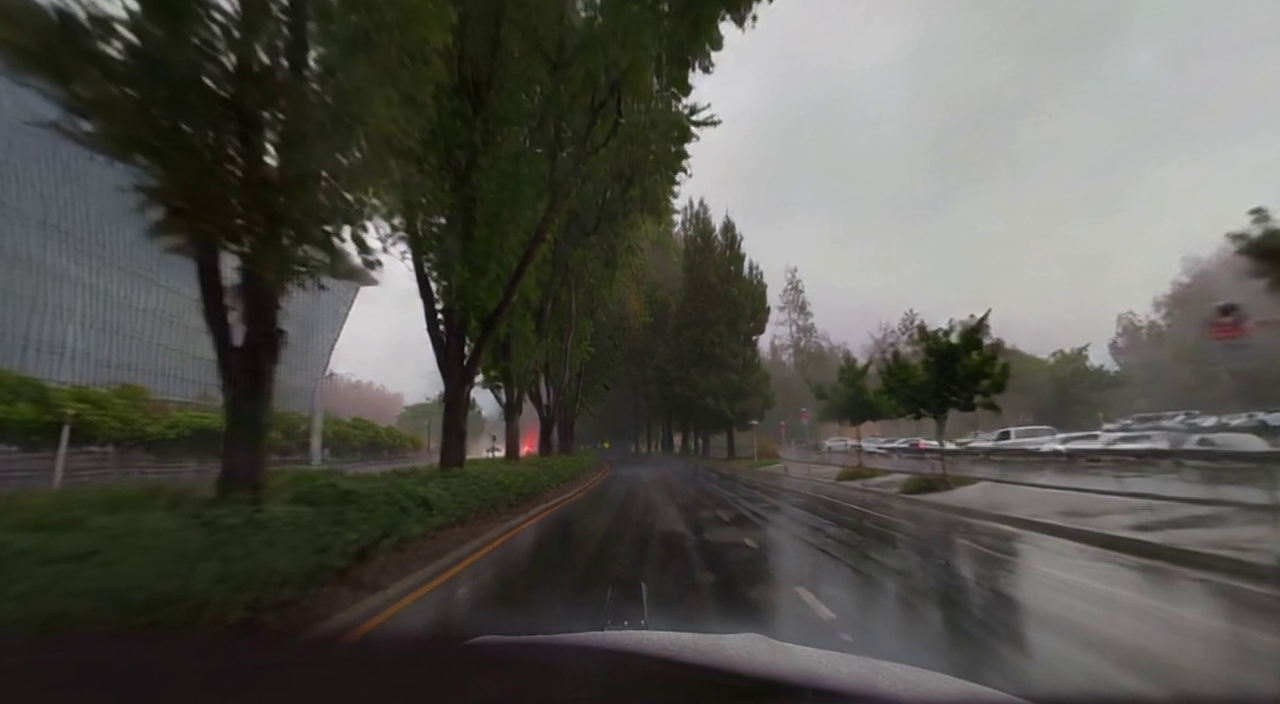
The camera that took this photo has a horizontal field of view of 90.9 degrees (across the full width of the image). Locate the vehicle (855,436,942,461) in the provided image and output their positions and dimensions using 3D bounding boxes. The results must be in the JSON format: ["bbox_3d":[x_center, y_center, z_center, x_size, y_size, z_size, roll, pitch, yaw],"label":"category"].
[{"bbox_3d":[16.134,6.043,39.420,4.526,1.517,1.979,0,-9,-5],"label":"vehicle"}]

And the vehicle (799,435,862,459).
[{"bbox_3d":[14.619,7.282,48.399,4.105,1.705,1.995,0,-8,-9],"label":"vehicle"}]

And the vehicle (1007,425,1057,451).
[{"bbox_3d":[29.522,6.470,47.355,2.153,1.686,4.805,-10,-10,42],"label":"vehicle"}]

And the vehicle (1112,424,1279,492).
[{"bbox_3d":[15.569,2.780,16.791,4.198,1.552,2.087,-2,-9,0],"label":"vehicle"}]
